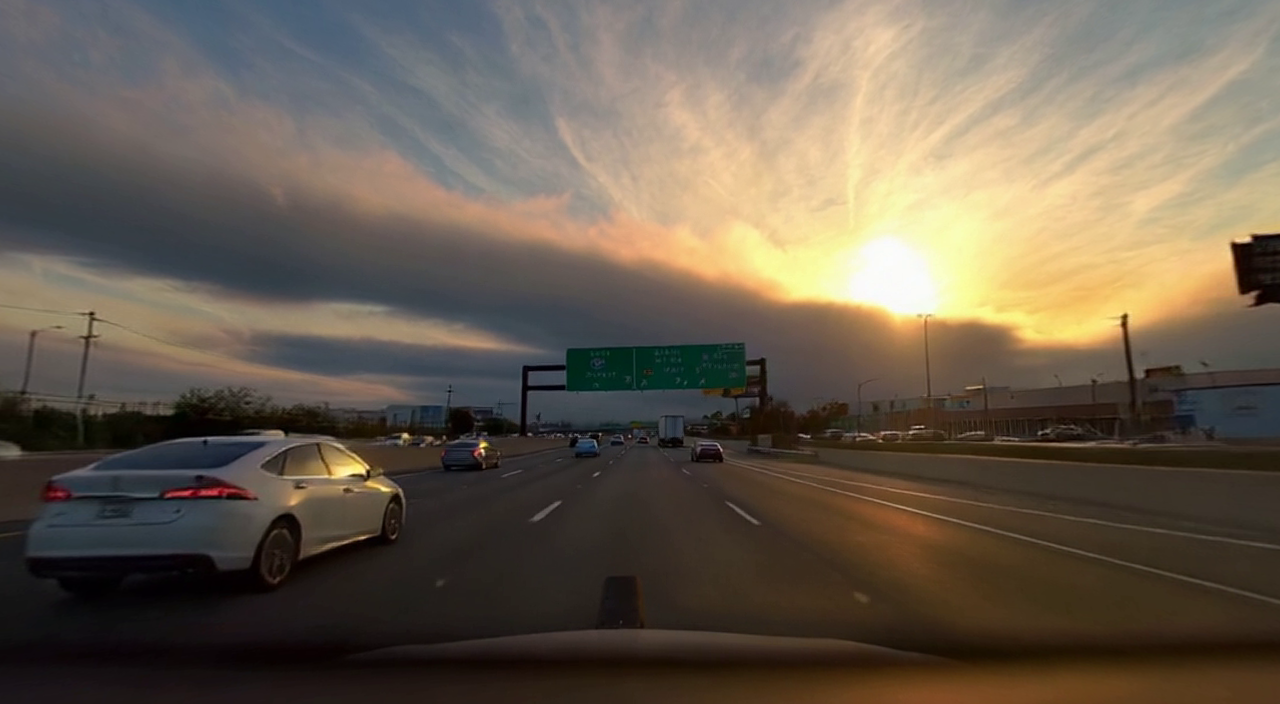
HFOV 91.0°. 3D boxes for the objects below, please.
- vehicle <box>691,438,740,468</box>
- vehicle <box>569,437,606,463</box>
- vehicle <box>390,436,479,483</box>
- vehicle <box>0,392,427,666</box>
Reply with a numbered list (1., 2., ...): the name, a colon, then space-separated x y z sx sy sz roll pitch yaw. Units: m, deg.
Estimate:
1. vehicle: 4.126 5.637 35.183 2.135 1.532 4.506 1 -9 0
2. vehicle: -3.339 6.356 40.862 2.001 1.577 4.055 0 -9 1
3. vehicle: -7.234 3.836 22.566 1.865 1.518 3.620 0 -9 1
4. vehicle: -3.736 1.319 5.710 2.008 1.504 4.264 0 -9 1
